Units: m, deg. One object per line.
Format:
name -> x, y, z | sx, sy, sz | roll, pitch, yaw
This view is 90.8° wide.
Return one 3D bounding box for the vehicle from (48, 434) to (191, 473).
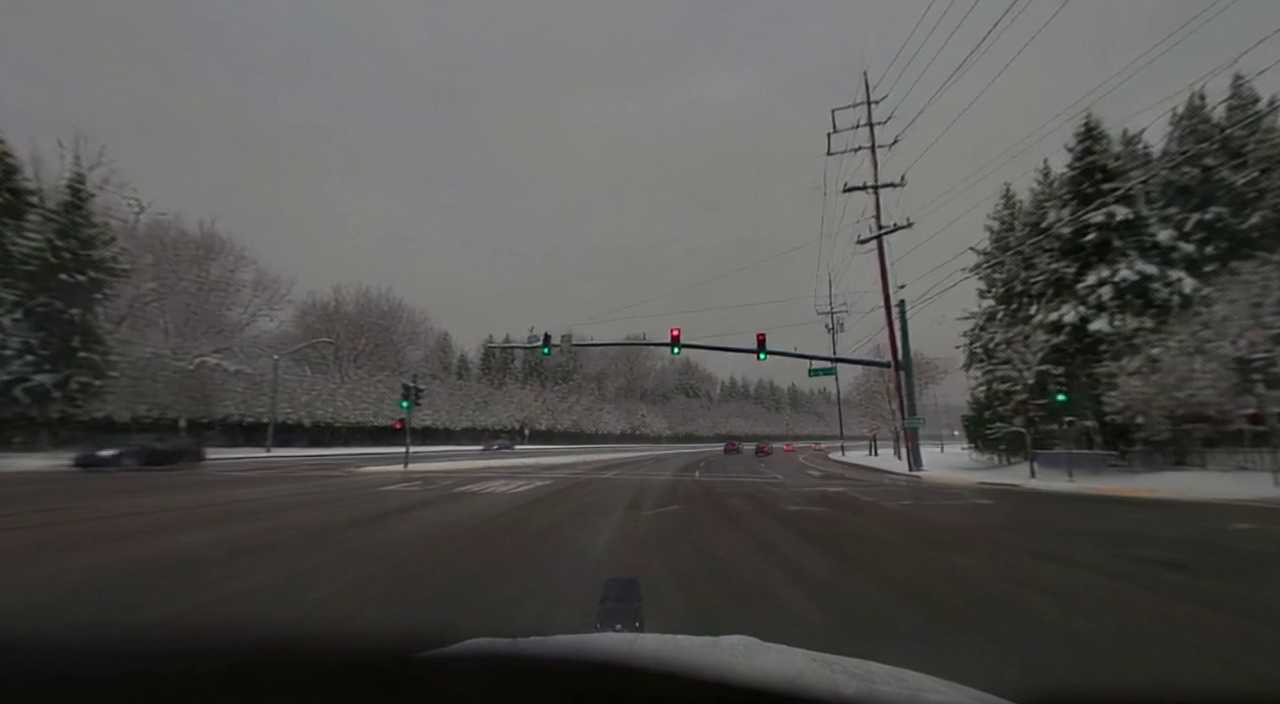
vehicle -> -21.416, 4.200, 26.300 | 1.844, 1.455, 4.538 | -1, -9, 5
